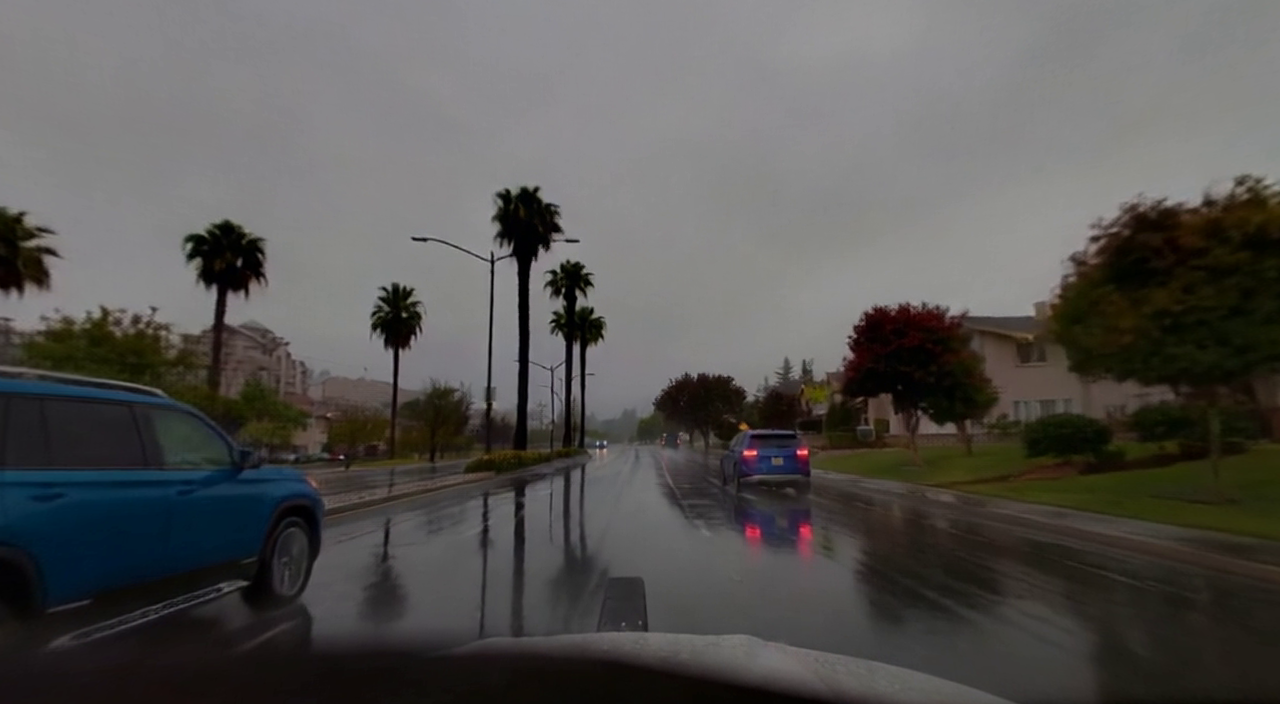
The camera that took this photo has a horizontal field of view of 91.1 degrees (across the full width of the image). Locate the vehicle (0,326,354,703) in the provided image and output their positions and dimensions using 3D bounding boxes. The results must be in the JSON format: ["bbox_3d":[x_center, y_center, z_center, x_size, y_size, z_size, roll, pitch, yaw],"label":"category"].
[{"bbox_3d":[-3.888,0.897,3.590,2.150,1.768,4.868,0,-8,1],"label":"vehicle"}]

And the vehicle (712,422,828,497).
[{"bbox_3d":[3.427,2.939,17.593,2.195,1.804,4.658,0,-8,-1],"label":"vehicle"}]
